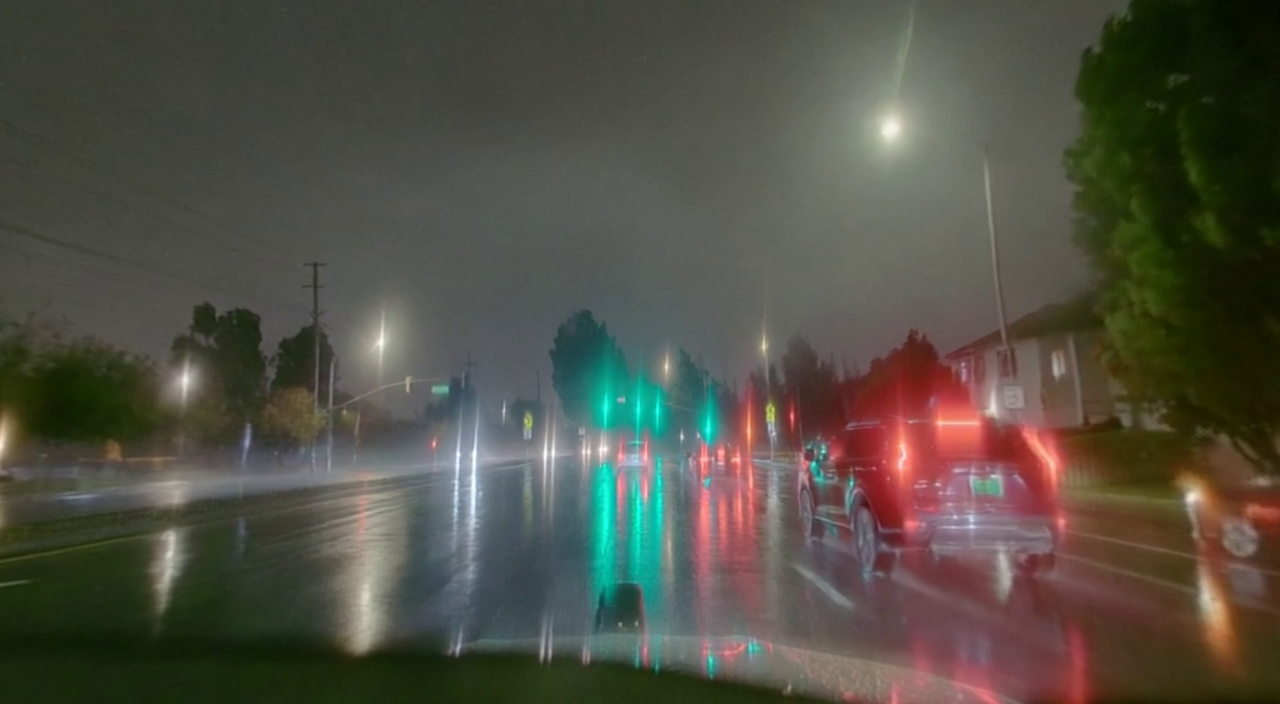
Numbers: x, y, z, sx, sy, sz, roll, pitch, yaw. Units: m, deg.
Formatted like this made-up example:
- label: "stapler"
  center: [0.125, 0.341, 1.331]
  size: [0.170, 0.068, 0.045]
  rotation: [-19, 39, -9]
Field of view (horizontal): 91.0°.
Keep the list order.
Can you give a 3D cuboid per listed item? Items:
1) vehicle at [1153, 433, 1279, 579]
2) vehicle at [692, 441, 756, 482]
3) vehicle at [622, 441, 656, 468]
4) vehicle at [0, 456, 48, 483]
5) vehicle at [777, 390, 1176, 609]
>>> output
- label: "vehicle"
  center: [7.314, 1.383, 5.325]
  size: [2.010, 1.421, 4.586]
  rotation: [0, -9, -1]
- label: "vehicle"
  center: [3.167, 4.248, 24.635]
  size: [1.889, 1.451, 4.180]
  rotation: [0, -9, 0]
- label: "vehicle"
  center: [-0.084, 6.848, 42.207]
  size: [2.146, 1.685, 4.003]
  rotation: [0, -9, -1]
- label: "vehicle"
  center: [-38.278, 7.112, 38.390]
  size: [4.260, 1.501, 1.892]
  rotation: [-5, -10, 30]
- label: "vehicle"
  center: [3.233, 1.538, 7.471]
  size: [2.129, 1.761, 4.610]
  rotation: [0, -9, 0]
